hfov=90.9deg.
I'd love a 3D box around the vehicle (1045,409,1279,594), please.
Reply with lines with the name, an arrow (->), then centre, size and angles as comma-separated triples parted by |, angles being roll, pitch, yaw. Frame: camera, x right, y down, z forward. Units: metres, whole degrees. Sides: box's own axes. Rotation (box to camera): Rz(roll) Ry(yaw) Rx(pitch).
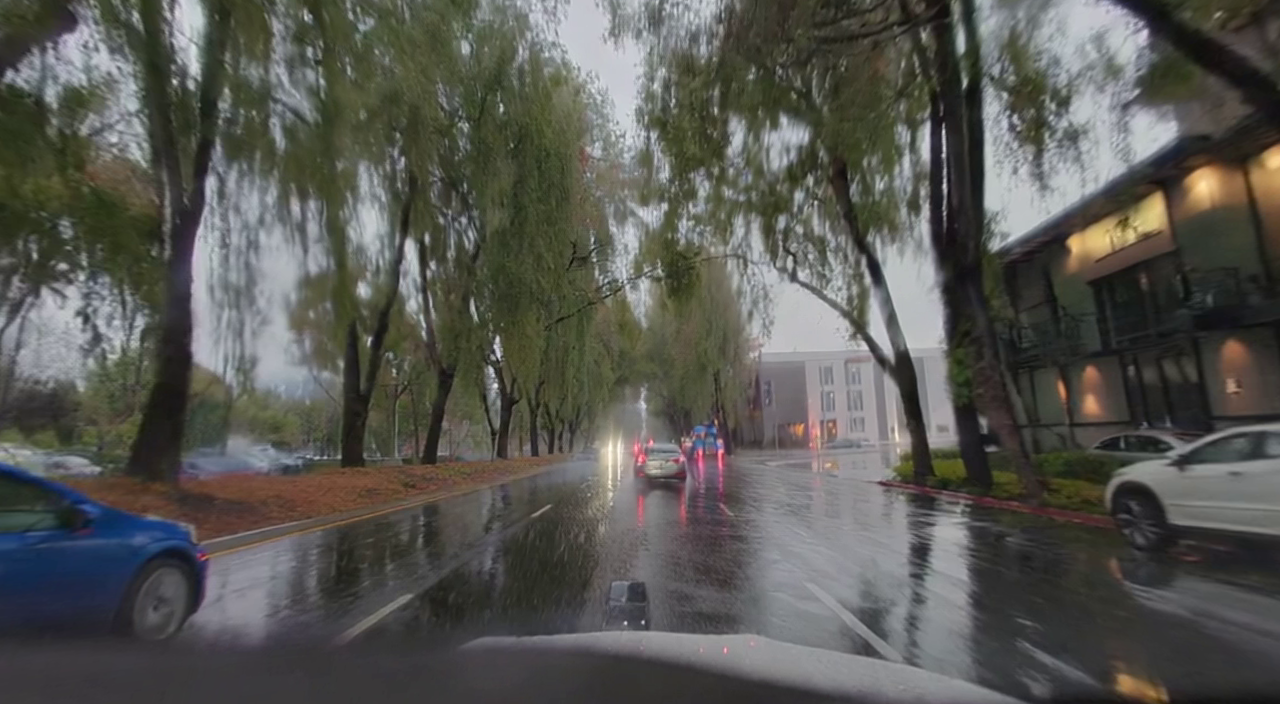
vehicle -> 6.437, 1.407, 6.312 | 1.952, 1.554, 4.322 | -1, -9, 2

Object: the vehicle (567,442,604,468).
vehicle -> -3.642, 6.988, 43.024 | 2.062, 1.641, 4.193 | 0, -9, 1

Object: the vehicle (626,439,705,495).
vehicle -> 0.654, 3.326, 18.628 | 2.086, 1.466, 4.026 | 0, -9, -1

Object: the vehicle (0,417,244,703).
vehicle -> -4.088, 1.010, 2.416 | 2.003, 1.507, 4.808 | -2, -8, 1
